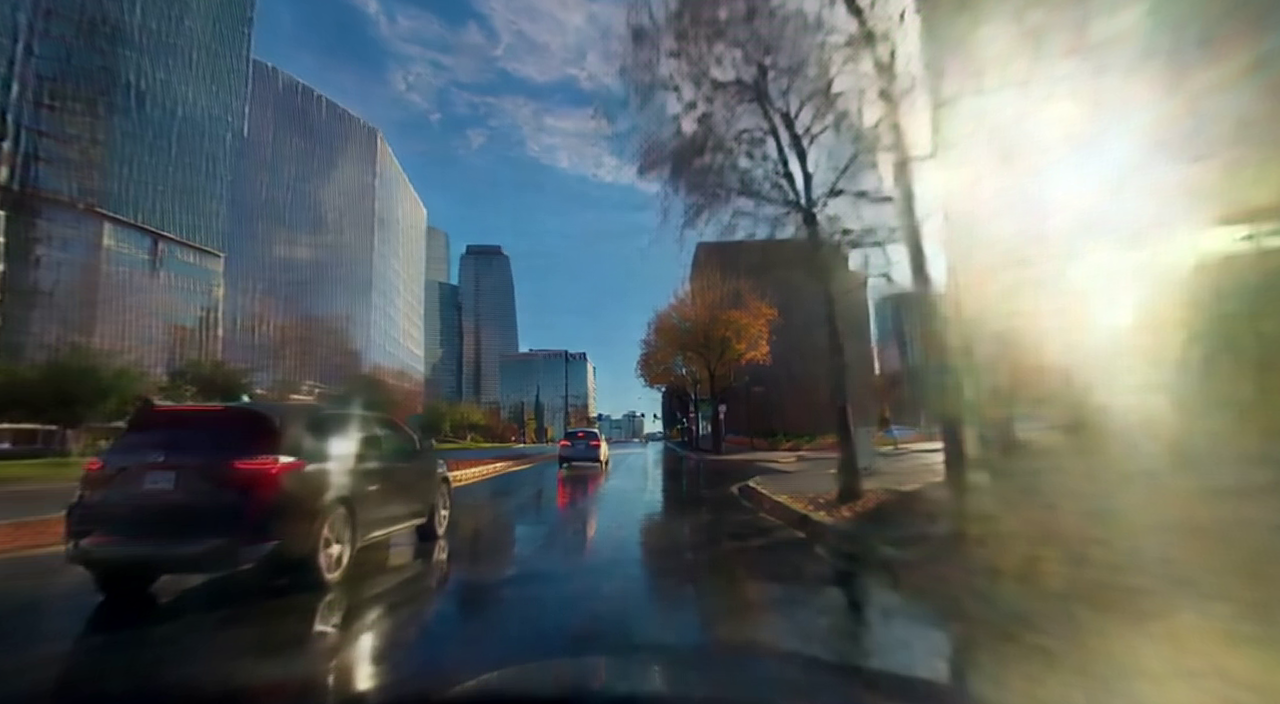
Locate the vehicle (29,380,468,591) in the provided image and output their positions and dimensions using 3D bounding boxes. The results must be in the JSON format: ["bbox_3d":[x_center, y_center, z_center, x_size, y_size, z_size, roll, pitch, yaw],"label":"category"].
[{"bbox_3d":[-3.911,1.454,7.603,2.169,1.741,4.588,0,-9,3],"label":"vehicle"}]

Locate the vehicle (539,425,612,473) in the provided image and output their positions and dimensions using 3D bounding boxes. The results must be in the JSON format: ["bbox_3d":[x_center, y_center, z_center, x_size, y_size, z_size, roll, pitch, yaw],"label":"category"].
[{"bbox_3d":[-2.602,4.141,26.995,2.384,1.849,5.009,0,-9,3],"label":"vehicle"}]
